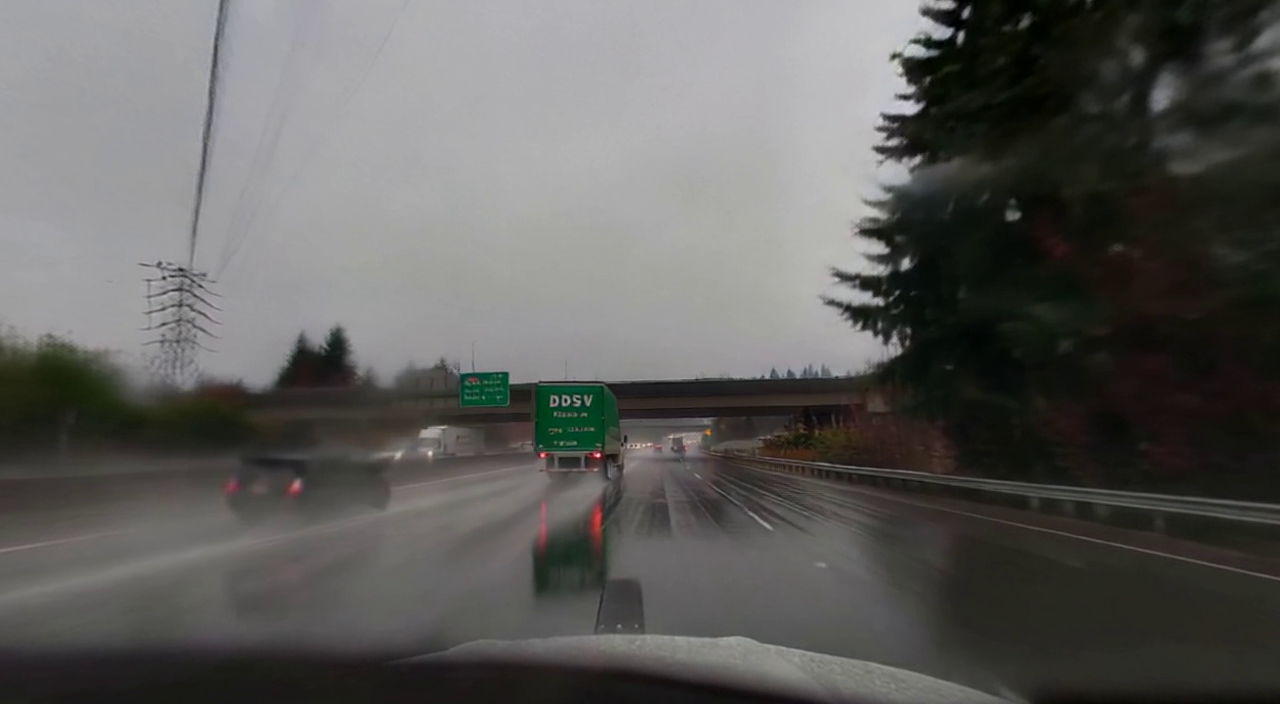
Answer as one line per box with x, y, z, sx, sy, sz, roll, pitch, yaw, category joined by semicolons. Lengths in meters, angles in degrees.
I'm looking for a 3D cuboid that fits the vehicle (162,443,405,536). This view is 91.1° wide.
-6.625;2.571;12.498;1.958;1.467;4.737;-1;-9;2;vehicle

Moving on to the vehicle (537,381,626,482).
-2.486;4.117;31.429;3.025;4.002;12.709;-1;-9;1;vehicle
